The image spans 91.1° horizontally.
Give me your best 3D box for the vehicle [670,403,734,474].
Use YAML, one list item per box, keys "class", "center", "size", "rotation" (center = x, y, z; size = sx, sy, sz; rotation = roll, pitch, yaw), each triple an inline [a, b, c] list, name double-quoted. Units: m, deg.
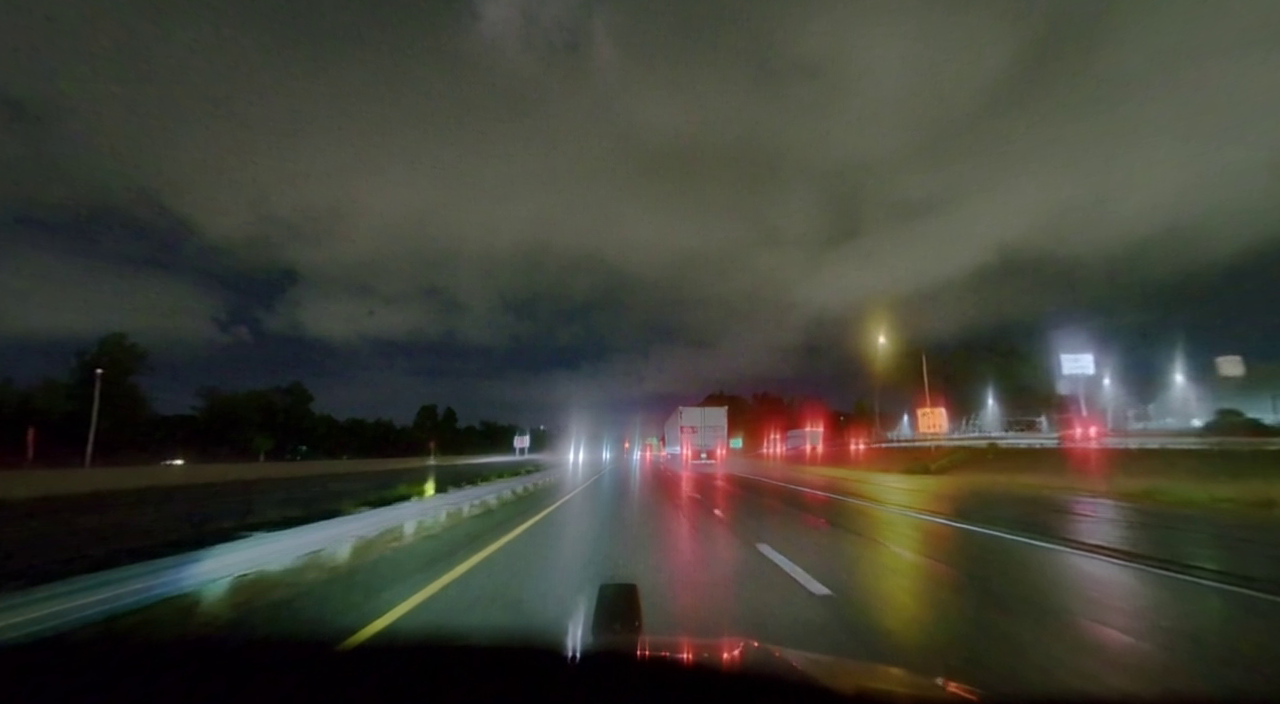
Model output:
- class: "vehicle"
  center: [3.946, 6.092, 43.527]
  size: [3.185, 4.154, 12.638]
  rotation: [0, -9, 0]
